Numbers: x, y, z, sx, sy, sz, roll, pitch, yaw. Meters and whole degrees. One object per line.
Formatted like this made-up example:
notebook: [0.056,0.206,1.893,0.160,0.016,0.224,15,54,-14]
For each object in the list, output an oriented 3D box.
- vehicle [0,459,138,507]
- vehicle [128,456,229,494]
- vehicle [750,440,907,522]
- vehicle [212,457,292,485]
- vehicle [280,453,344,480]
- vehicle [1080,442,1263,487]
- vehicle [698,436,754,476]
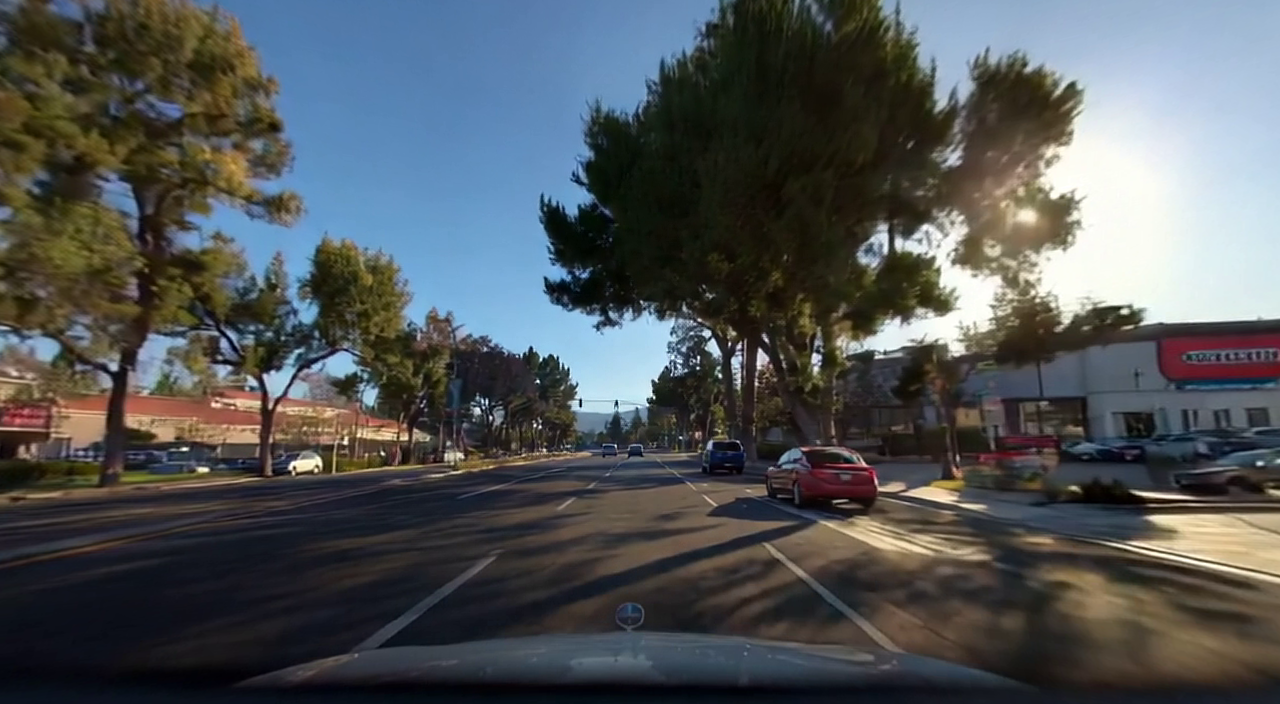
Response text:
vehicle: [-22.698,5.104,24.894,1.833,1.534,4.821,-3,-8,-1]
vehicle: [-22.842,6.075,31.438,1.822,1.551,4.295,-3,-8,0]
vehicle: [3.788,2.646,13.572,1.916,1.459,4.335,0,-8,-2]
vehicle: [-22.794,6.993,37.236,1.804,1.460,4.515,0,-8,1]
vehicle: [-22.865,8.033,44.198,1.946,1.726,4.746,-2,-10,0]
vehicle: [18.316,3.880,21.874,4.502,1.459,2.082,0,-9,-2]
vehicle: [4.335,5.331,32.495,2.140,1.921,4.431,0,-8,-2]
